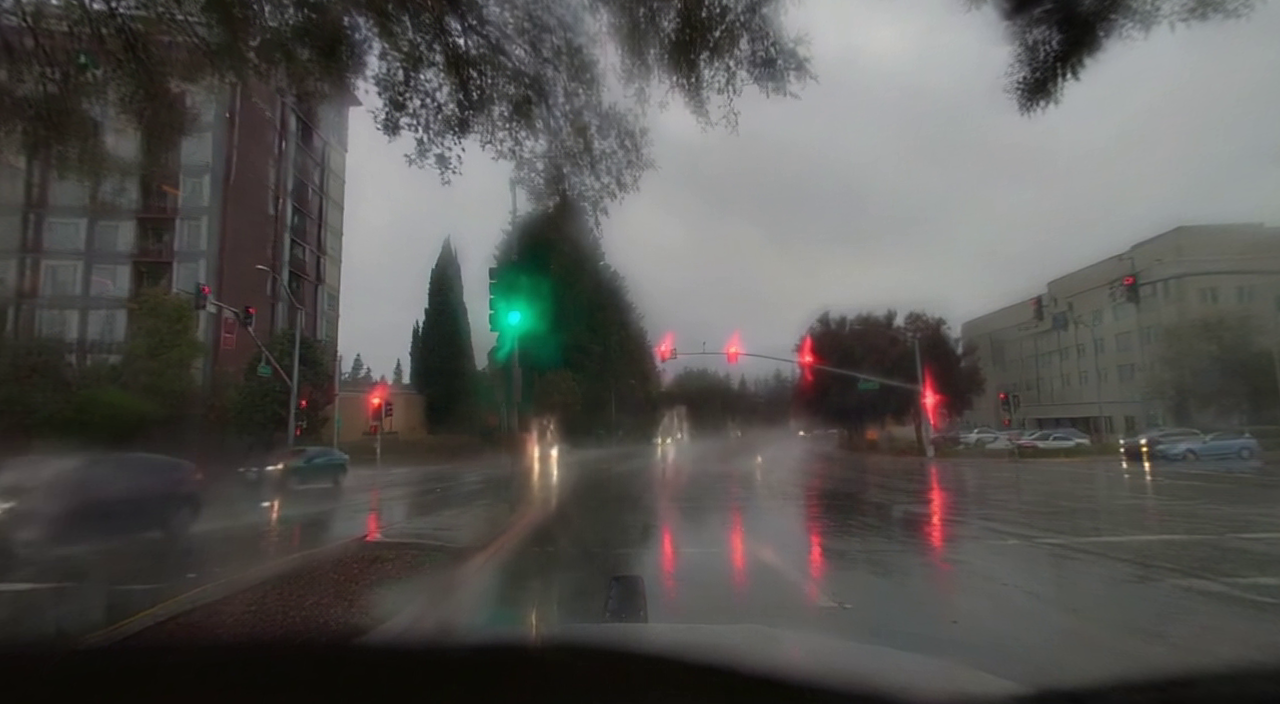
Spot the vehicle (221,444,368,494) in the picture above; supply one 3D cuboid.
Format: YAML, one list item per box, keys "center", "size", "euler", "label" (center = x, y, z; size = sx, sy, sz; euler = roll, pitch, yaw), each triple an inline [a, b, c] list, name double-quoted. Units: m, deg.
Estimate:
- center: [-11.782, 3.975, 22.002]
  size: [2.046, 1.515, 4.852]
  euler: [-1, -8, 5]
  label: "vehicle"

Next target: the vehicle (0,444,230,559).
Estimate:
- center: [-8.985, 2.245, 10.261]
  size: [1.877, 1.481, 3.853]
  euler: [-1, -8, 3]
  label: "vehicle"

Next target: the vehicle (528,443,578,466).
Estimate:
- center: [-5.769, 6.859, 42.448]
  size: [2.002, 1.483, 4.696]
  euler: [-2, -8, 9]
  label: "vehicle"

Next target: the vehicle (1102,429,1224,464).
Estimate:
- center: [25.934, 4.685, 31.358]
  size: [4.441, 1.674, 2.035]
  euler: [1, -8, -8]
  label: "vehicle"

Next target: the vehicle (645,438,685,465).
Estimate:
- center: [1.755, 6.777, 43.255]
  size: [2.197, 1.739, 4.177]
  euler: [-2, -8, 10]
  label: "vehicle"

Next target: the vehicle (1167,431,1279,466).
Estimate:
- center: [26.304, 4.242, 27.879]
  size: [4.644, 1.470, 1.922]
  euler: [1, -8, -10]
  label: "vehicle"
